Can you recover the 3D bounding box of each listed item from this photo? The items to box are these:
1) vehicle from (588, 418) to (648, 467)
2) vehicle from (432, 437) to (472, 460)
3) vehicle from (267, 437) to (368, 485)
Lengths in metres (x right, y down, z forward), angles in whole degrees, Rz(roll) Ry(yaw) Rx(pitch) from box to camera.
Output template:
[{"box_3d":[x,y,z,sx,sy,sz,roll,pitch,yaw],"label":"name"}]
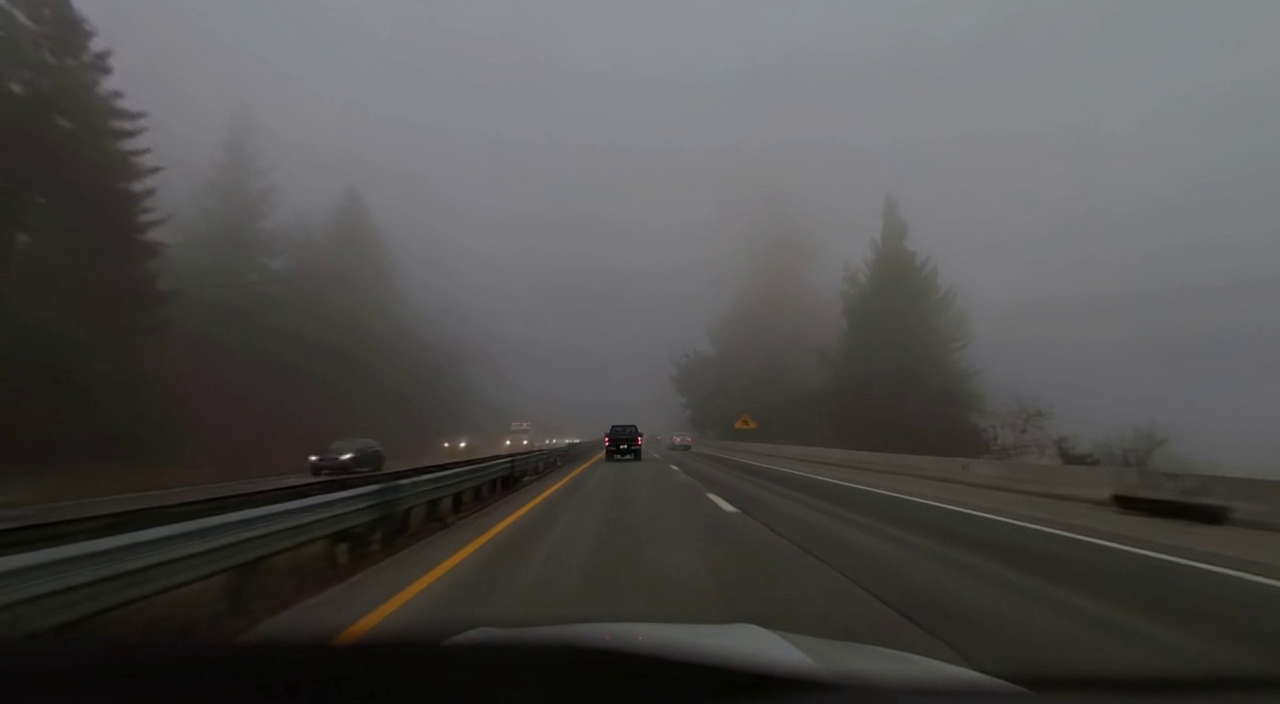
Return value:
[{"box_3d":[-0.985,4.134,28.996,2.503,2.044,4.633,0,-8,-1],"label":"vehicle"},{"box_3d":[-14.489,7.447,48.764,1.878,1.649,3.987,0,-8,0],"label":"vehicle"},{"box_3d":[-12.358,4.151,24.454,1.940,1.665,3.934,0,-8,-2],"label":"vehicle"}]
